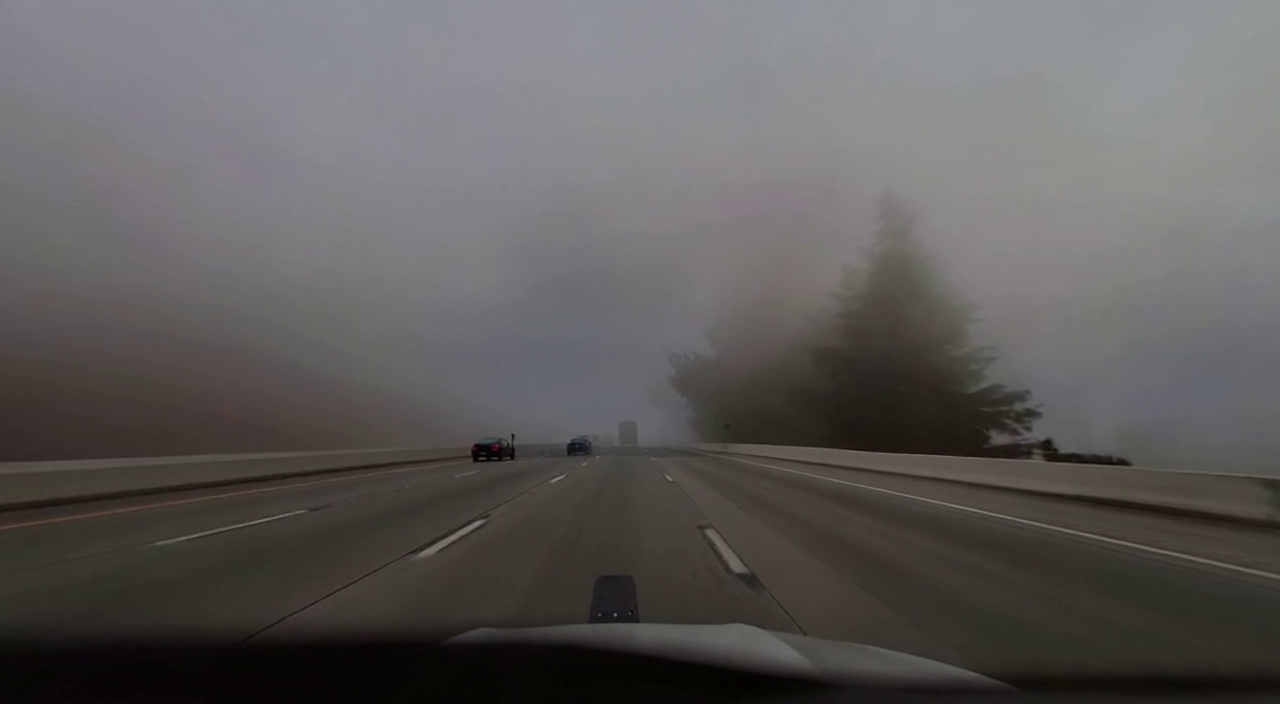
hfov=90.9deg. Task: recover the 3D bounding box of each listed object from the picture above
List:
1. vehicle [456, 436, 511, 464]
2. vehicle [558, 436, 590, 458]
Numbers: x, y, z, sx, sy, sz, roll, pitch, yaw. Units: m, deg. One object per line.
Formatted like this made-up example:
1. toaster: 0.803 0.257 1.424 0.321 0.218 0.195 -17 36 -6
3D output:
1. vehicle: -8.539 5.359 34.753 1.973 1.470 4.270 0 -7 0
2. vehicle: -4.693 6.769 45.182 1.912 1.495 3.703 0 -7 0
